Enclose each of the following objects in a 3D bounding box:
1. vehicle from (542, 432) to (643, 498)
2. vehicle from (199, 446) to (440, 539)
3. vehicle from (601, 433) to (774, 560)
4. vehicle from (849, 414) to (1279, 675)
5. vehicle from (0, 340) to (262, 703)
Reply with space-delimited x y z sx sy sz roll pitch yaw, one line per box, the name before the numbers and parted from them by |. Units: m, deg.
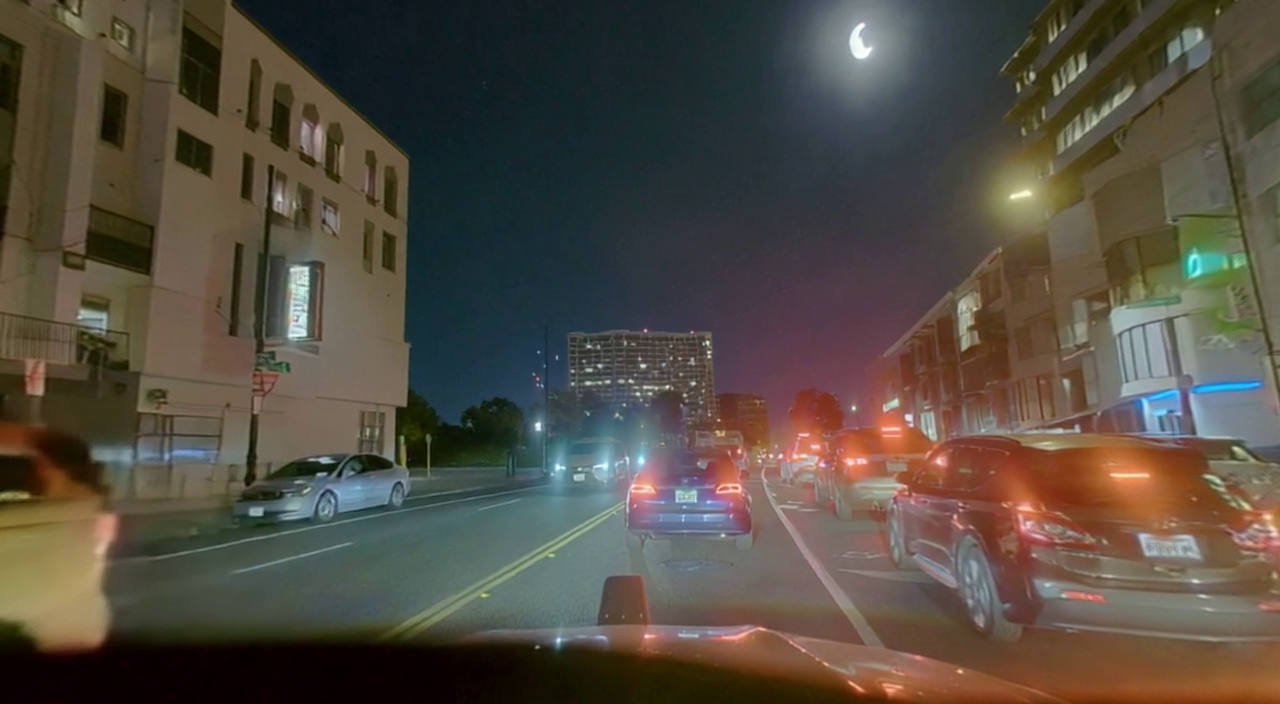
vehicle | -1.293 3.407 19.505 2.102 1.771 4.599 -1 -9 9
vehicle | -6.074 2.646 12.687 1.928 1.503 4.322 -2 -9 13
vehicle | 0.790 1.983 9.391 2.031 1.461 3.763 -1 -8 8
vehicle | 3.391 1.441 5.889 1.982 1.510 4.144 -1 -9 8
vehicle | -3.535 0.712 1.616 2.030 1.730 4.453 -1 -8 6
